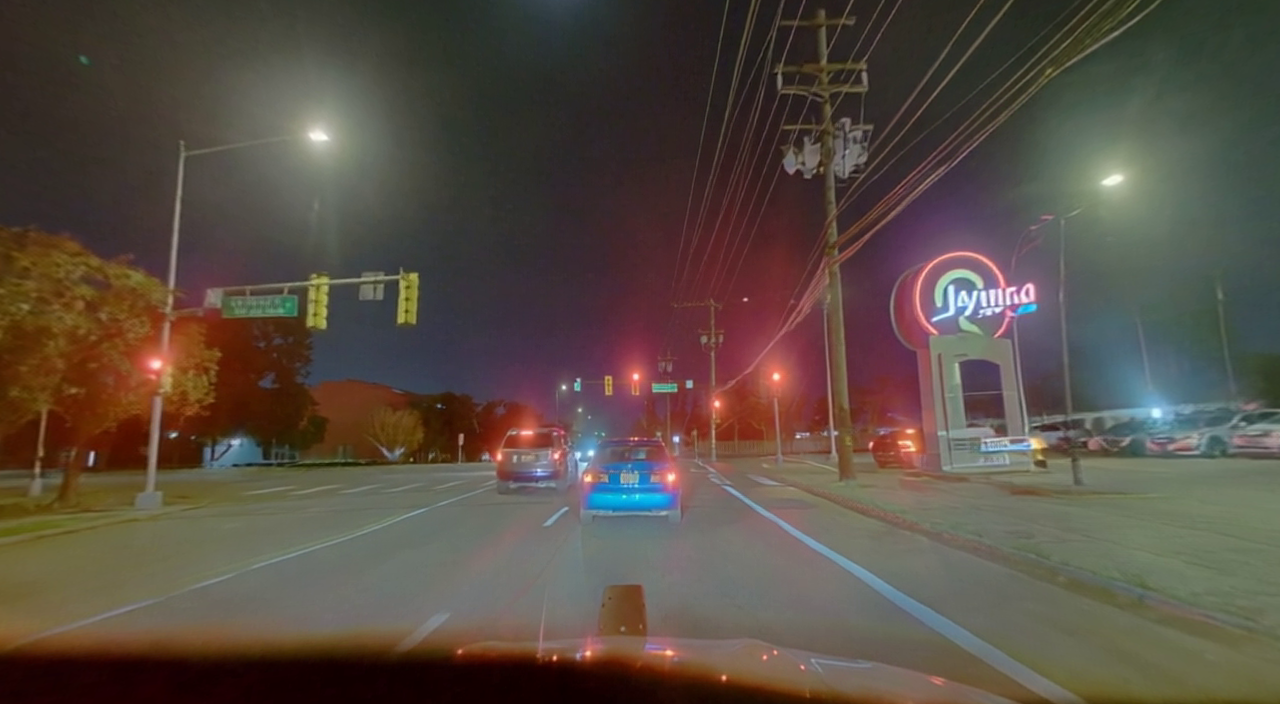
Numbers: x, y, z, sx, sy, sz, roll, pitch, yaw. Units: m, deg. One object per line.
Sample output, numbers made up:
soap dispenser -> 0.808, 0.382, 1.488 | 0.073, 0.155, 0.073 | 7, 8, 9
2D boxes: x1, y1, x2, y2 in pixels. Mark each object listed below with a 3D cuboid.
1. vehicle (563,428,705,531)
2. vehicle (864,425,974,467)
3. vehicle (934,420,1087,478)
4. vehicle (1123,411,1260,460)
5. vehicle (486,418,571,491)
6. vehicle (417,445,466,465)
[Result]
vehicle -> -0.154, 2.180, 11.398 | 2.070, 1.481, 4.216 | 0, -8, -2
vehicle -> 10.618, 3.624, 24.400 | 1.842, 1.471, 4.481 | 1, -8, -6
vehicle -> 10.514, 2.800, 18.339 | 1.888, 1.455, 4.268 | 0, -8, 1
vehicle -> 18.688, 2.851, 21.346 | 4.446, 1.511, 1.977 | 4, -10, -29
vehicle -> -3.126, 2.984, 18.628 | 2.106, 1.852, 4.512 | 1, -8, -5
vehicle -> -15.633, 8.048, 49.515 | 2.111, 1.511, 4.641 | 6, -10, -37
